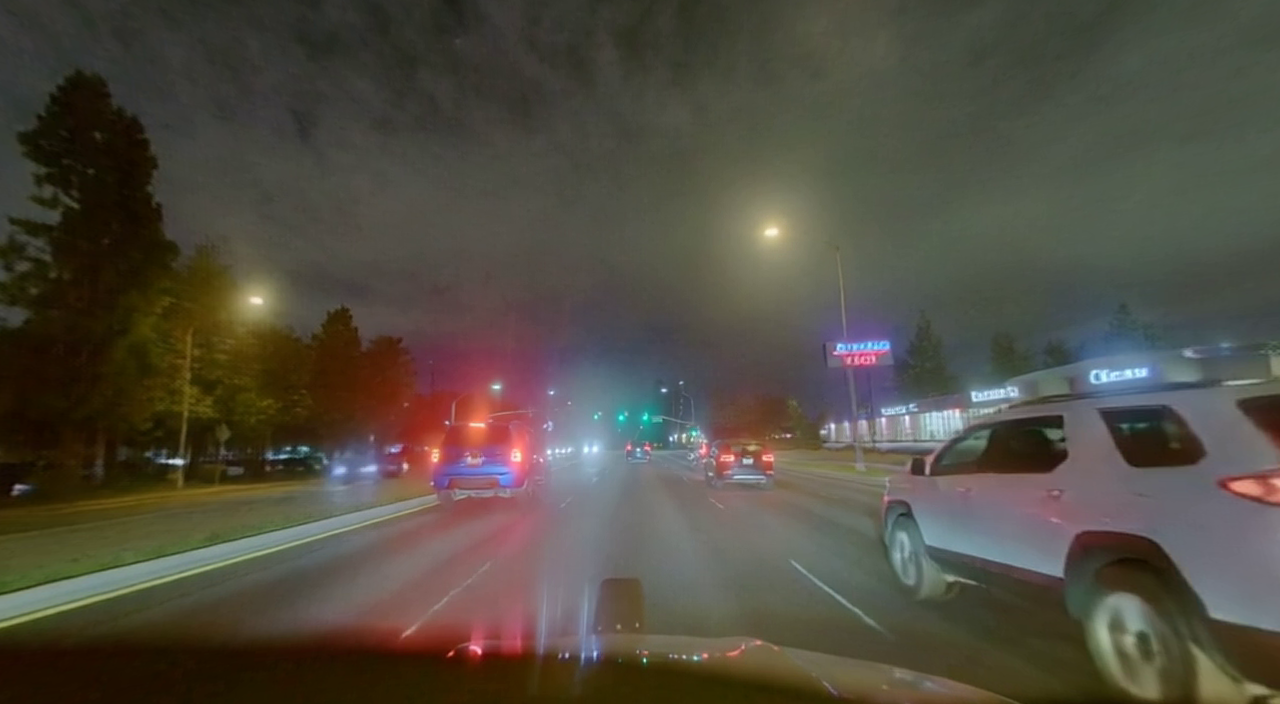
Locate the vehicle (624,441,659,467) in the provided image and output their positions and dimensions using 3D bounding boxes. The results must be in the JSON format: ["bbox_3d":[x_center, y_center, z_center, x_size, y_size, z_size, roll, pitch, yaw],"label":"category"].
[{"bbox_3d":[0.057,6.032,37.469,2.008,1.464,4.052,0,-8,-1],"label":"vehicle"}]

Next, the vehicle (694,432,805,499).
[{"bbox_3d":[2.858,3.094,17.709,2.174,1.596,4.779,0,-8,-1],"label":"vehicle"}]

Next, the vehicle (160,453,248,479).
[{"bbox_3d":[-28.749,7.532,41.743,4.441,1.625,1.916,-1,-8,3],"label":"vehicle"}]

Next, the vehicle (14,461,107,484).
[{"bbox_3d":[-42.275,8.792,46.237,4.526,1.514,1.988,5,-10,-29],"label":"vehicle"}]

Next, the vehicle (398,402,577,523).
[{"bbox_3d":[-2.861,2.282,13.481,2.368,2.037,5.319,0,-8,1],"label":"vehicle"}]

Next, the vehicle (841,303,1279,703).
[{"bbox_3d":[2.862,0.962,3.457,2.018,1.719,4.369,0,-8,-1],"label":"vehicle"}]
